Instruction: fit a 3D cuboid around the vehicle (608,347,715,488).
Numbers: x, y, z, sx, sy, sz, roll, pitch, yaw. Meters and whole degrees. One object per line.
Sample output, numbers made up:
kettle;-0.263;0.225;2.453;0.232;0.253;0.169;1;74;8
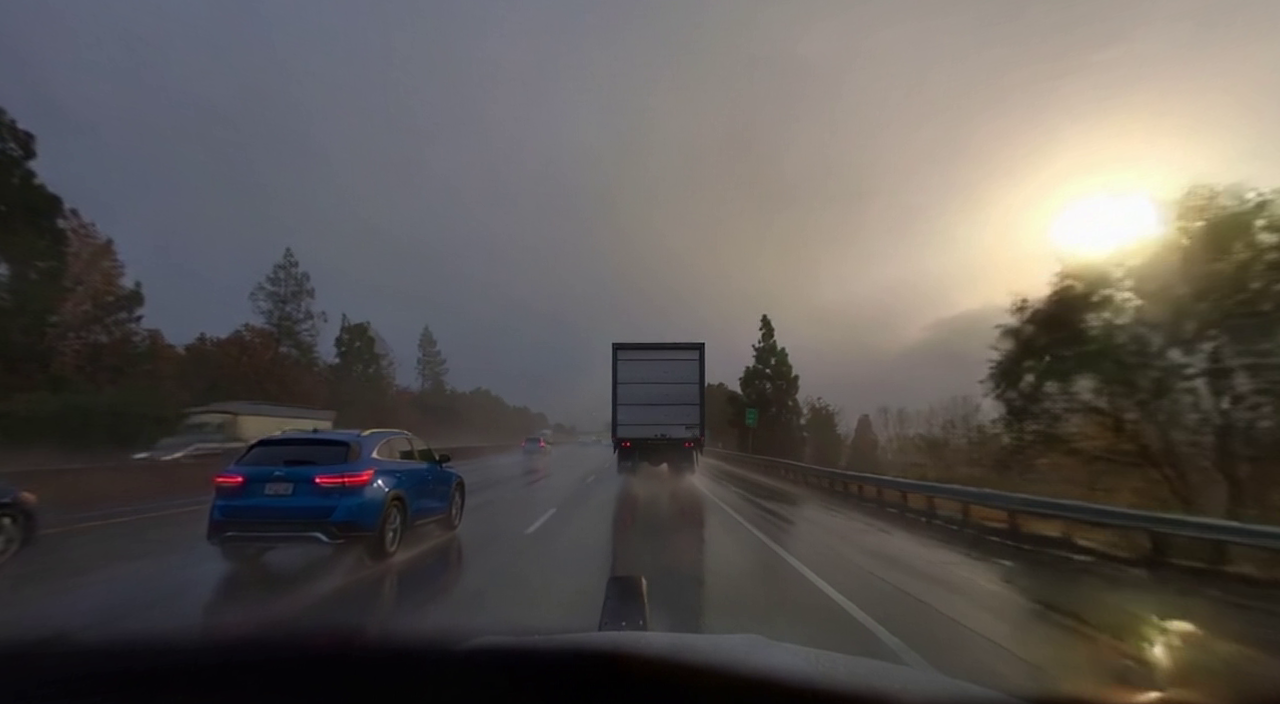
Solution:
vehicle;0.608;2.533;22.528;2.870;3.841;10.653;0;-8;0

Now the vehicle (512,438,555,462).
vehicle;-6.735;6.266;40.447;1.882;1.451;4.416;0;-8;1

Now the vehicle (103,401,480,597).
vehicle;-3.549;1.581;7.623;2.077;1.671;4.249;0;-8;1
